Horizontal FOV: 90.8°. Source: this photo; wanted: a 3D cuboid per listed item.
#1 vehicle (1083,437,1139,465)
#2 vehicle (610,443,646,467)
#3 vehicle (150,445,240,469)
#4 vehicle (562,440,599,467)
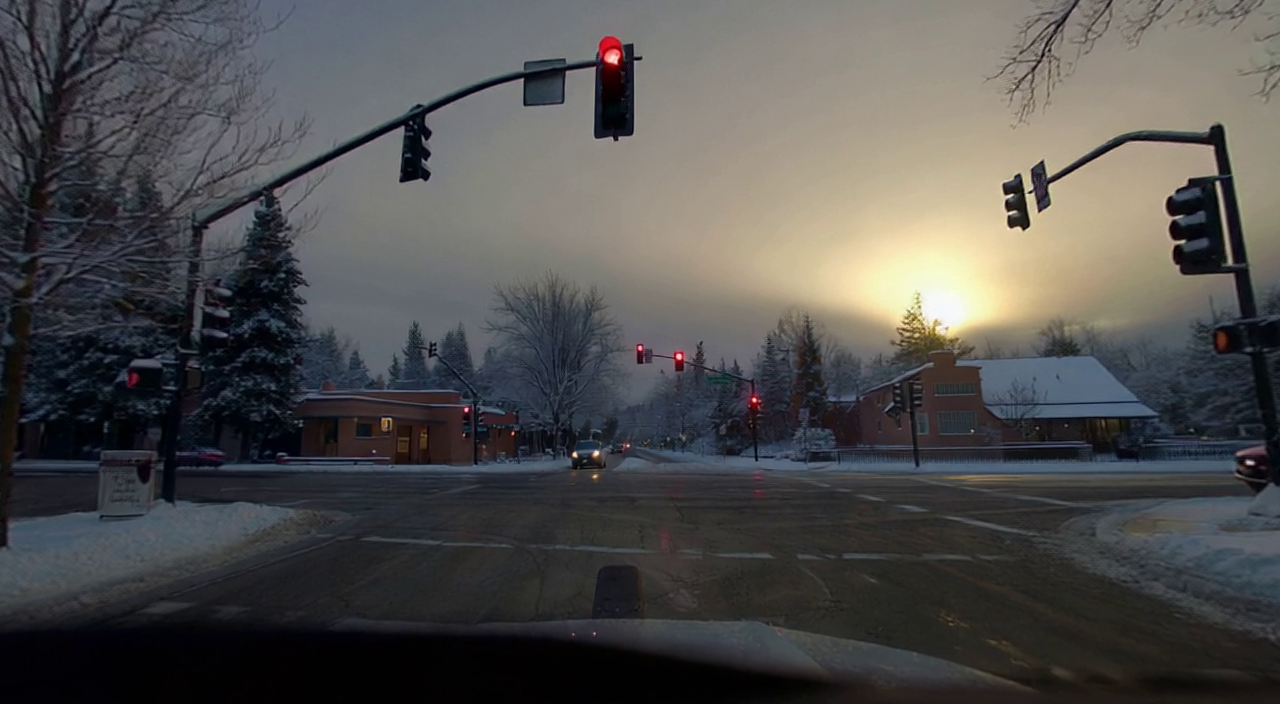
[{"bbox_3d":[26.984,5.660,36.135,2.092,1.474,4.046,-8,-11,41],"label":"vehicle"},{"bbox_3d":[-0.839,6.831,41.991,2.056,1.492,3.937,1,-9,-6],"label":"vehicle"},{"bbox_3d":[-27.408,6.467,38.944,4.628,1.414,1.897,-3,-9,15],"label":"vehicle"},{"bbox_3d":[-4.091,7.106,44.293,2.251,1.756,4.610,0,-9,-2],"label":"vehicle"}]
